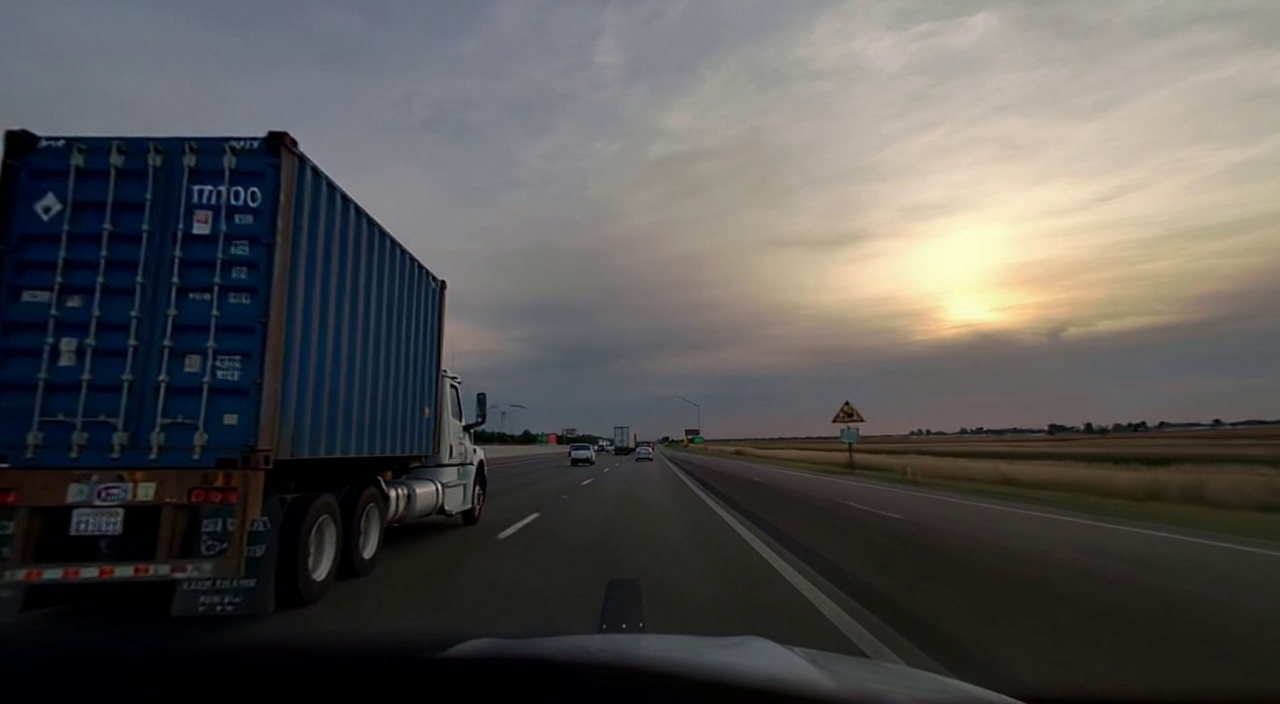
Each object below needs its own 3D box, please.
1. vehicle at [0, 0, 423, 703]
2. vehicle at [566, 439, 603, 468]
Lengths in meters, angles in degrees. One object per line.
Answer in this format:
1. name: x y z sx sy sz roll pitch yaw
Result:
1. vehicle: -4.103 -0.443 0.667 2.840 4.032 13.388 0 -9 1
2. vehicle: -3.537 6.572 41.069 1.995 1.745 4.187 0 -8 1
